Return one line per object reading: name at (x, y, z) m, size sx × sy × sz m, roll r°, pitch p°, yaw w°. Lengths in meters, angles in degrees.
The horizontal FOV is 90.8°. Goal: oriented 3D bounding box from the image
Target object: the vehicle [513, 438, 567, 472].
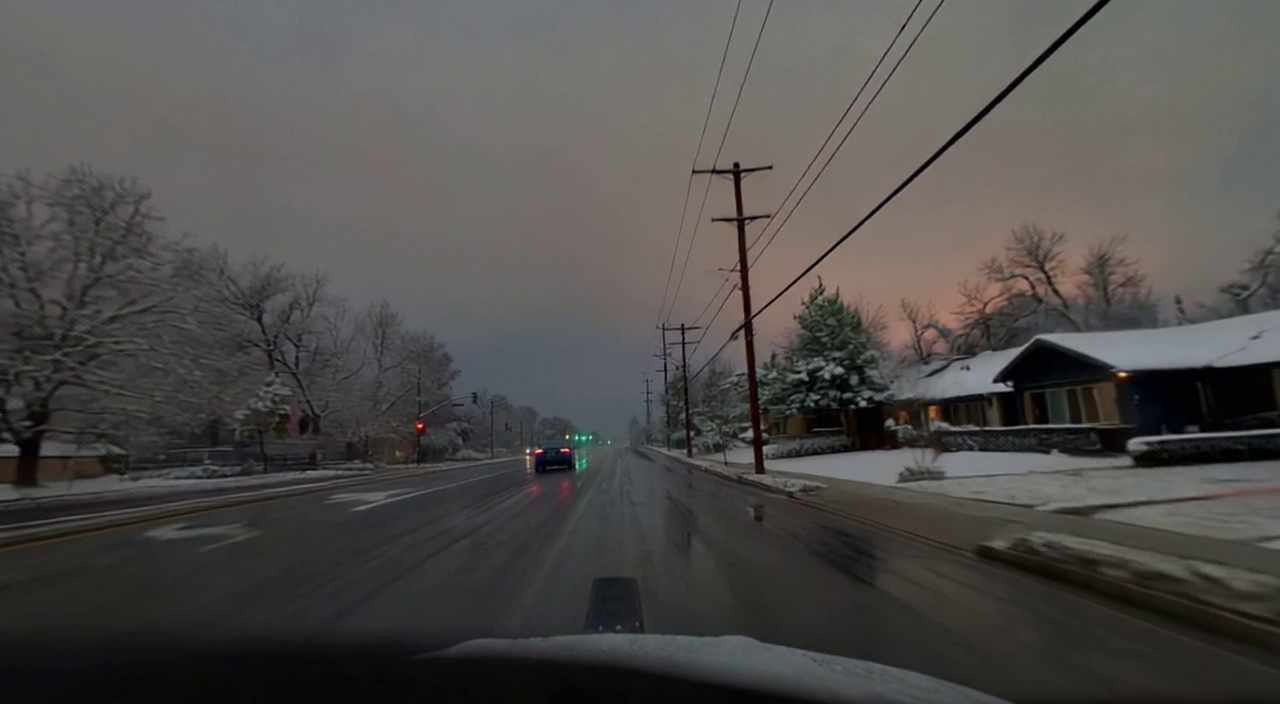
vehicle at (-4.665, 4.849, 30.051) m, size 2.041 × 1.471 × 4.602 m, roll 0°, pitch -8°, yaw -3°
